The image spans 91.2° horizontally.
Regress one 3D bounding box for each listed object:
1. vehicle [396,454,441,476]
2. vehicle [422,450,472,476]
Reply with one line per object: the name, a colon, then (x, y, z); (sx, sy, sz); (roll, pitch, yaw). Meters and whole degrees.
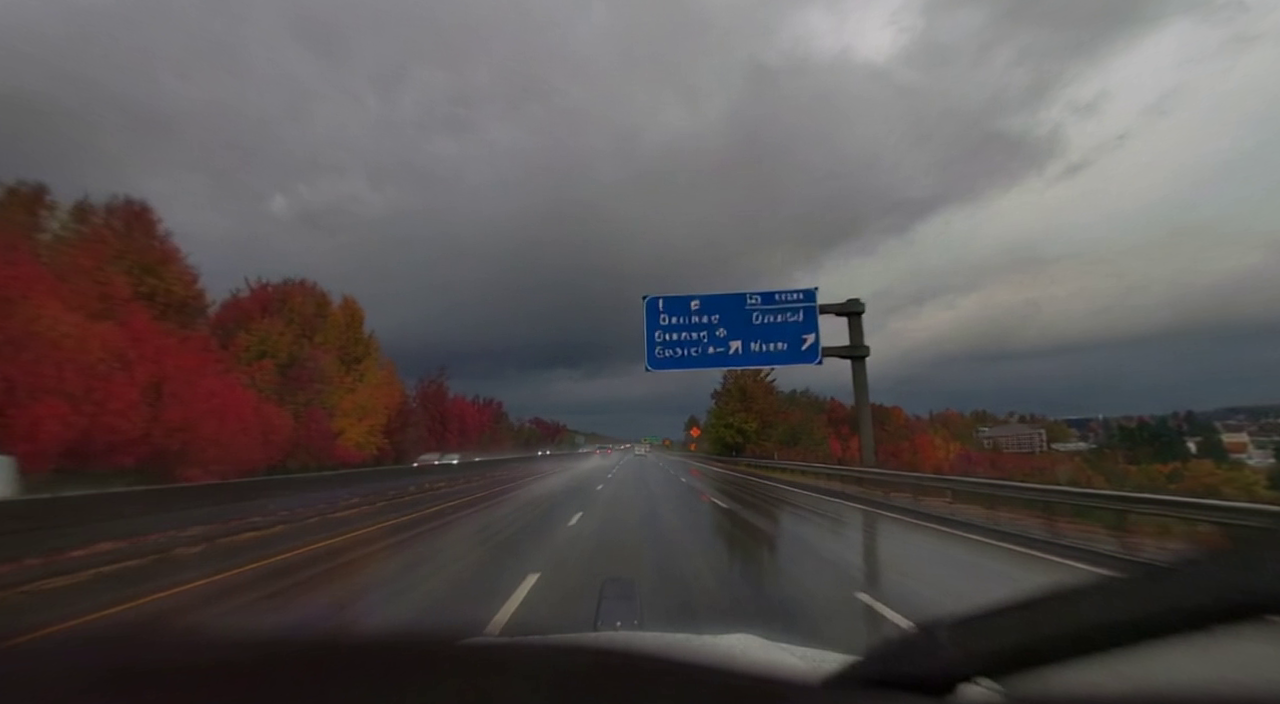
vehicle: (-15.950, 8.135, 45.262); (1.774, 1.472, 3.859); (0, -9, 0)
vehicle: (-12.042, 6.925, 39.323); (1.858, 1.503, 4.015); (0, -9, 0)
